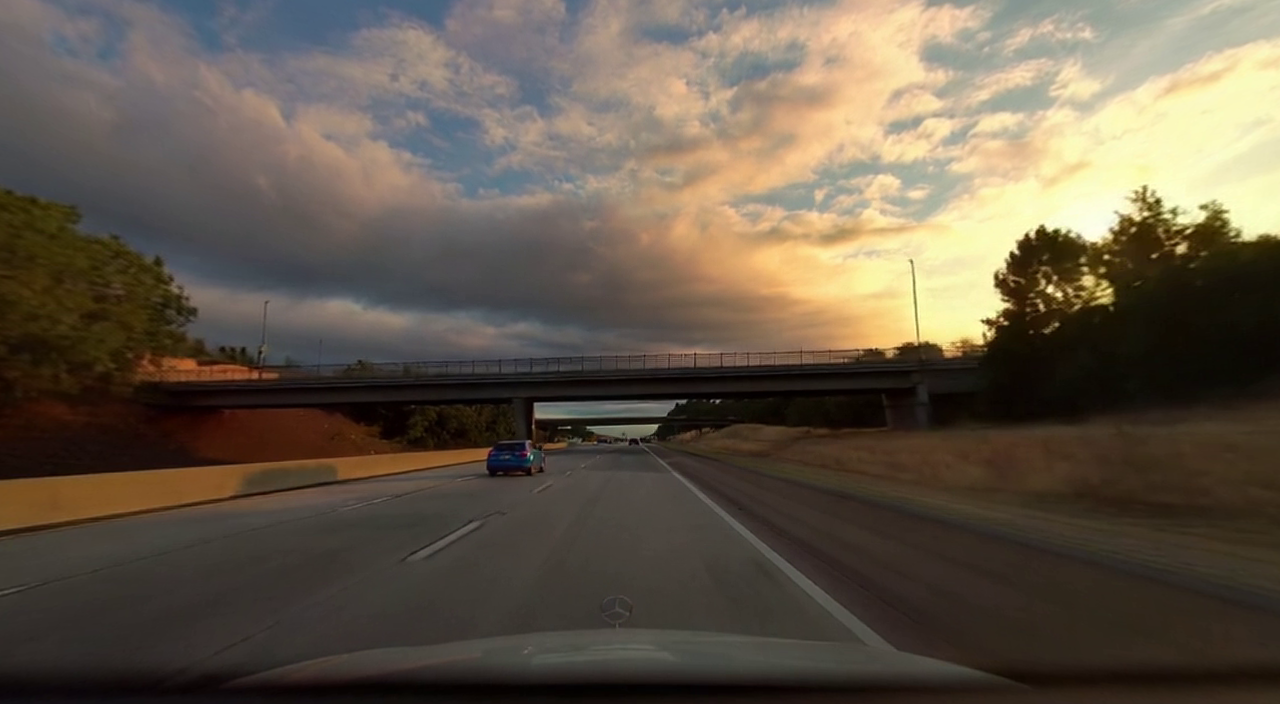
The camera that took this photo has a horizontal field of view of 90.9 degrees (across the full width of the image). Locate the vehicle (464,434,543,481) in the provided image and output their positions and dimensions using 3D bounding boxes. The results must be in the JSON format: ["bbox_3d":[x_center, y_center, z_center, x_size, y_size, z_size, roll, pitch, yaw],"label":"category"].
[{"bbox_3d":[-4.751,3.701,22.459,1.965,1.513,3.774,0,-8,0],"label":"vehicle"}]
